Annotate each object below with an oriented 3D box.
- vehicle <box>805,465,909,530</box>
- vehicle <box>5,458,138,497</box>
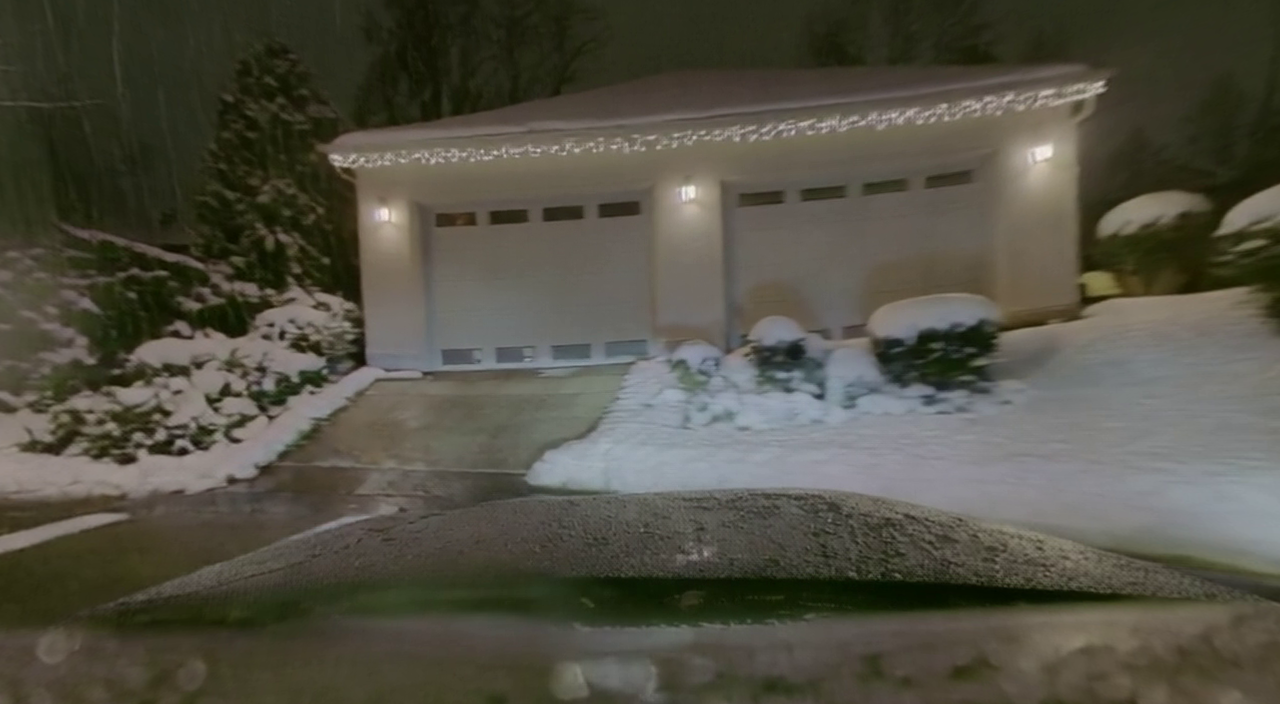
[{"bbox_3d":[6.158,4.133,18.449,1.860,1.477,4.629,-1,-9,6],"label":"vehicle"},{"bbox_3d":[-27.522,6.140,30.735,2.019,1.697,4.310,0,-12,8],"label":"vehicle"}]
